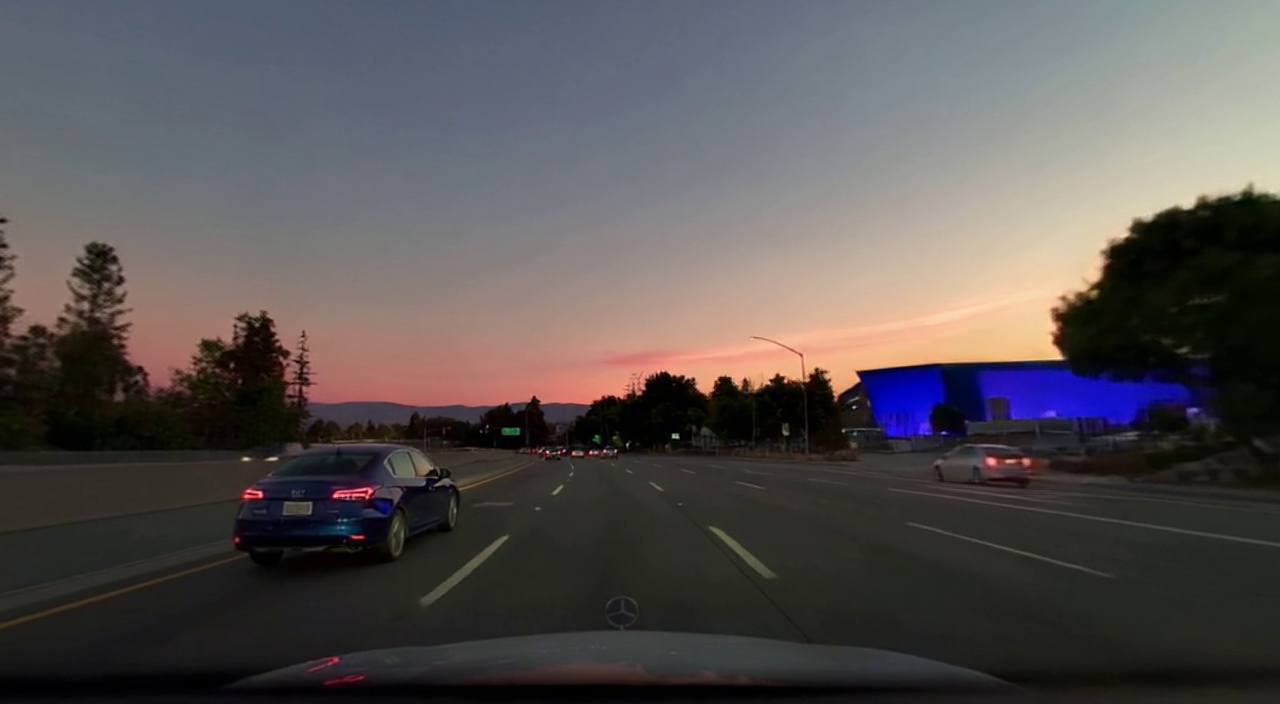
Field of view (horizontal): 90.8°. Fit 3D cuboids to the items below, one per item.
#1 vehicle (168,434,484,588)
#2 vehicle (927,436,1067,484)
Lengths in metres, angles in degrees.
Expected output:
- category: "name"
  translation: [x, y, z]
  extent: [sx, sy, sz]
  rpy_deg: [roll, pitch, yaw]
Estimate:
- category: "vehicle"
  translation: [-3.599, 1.871, 8.381]
  extent: [2.018, 1.476, 4.364]
  rpy_deg: [0, -8, -1]
- category: "vehicle"
  translation: [13.216, 4.021, 23.882]
  extent: [1.983, 1.613, 5.190]
  rpy_deg: [0, -8, -4]
